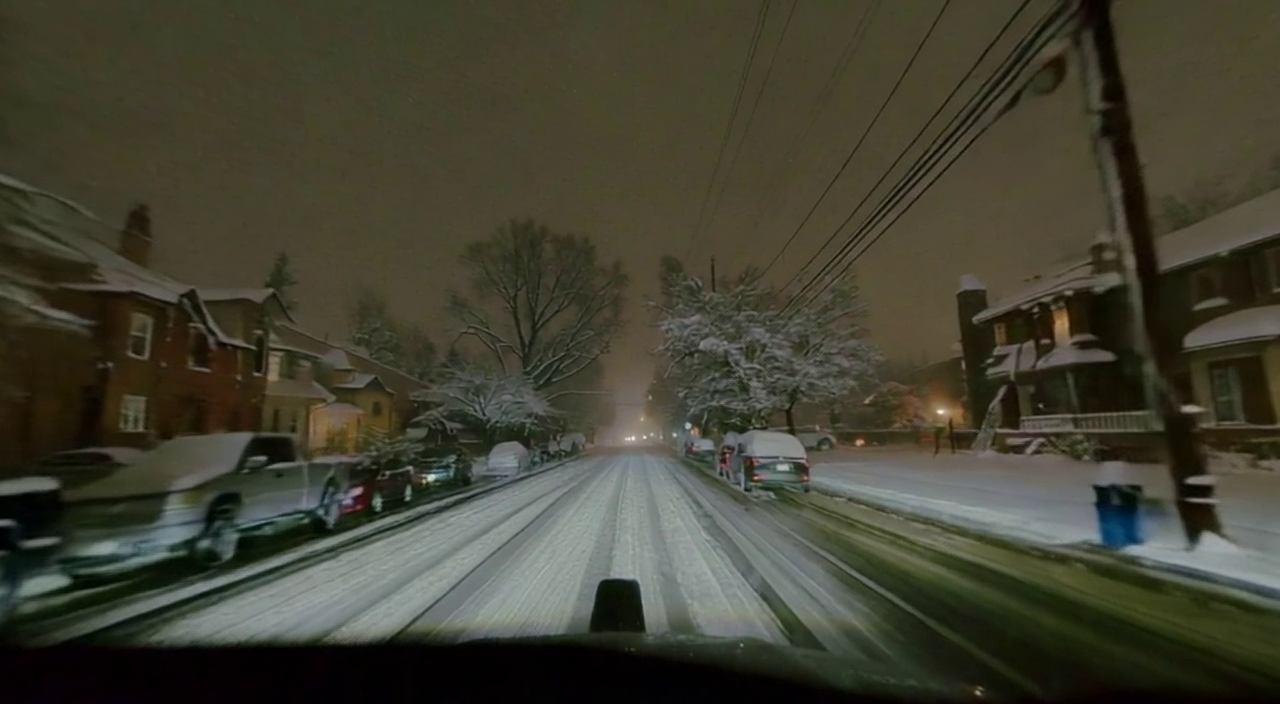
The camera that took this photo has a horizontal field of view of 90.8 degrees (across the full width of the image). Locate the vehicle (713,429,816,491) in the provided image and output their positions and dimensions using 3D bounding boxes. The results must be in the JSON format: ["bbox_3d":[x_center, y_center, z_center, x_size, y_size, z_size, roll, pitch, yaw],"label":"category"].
[{"bbox_3d":[3.736,3.318,19.878,2.247,1.618,4.655,2,-8,0],"label":"vehicle"}]

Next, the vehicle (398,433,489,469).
[{"bbox_3d":[-12.635,6.434,40.903,5.096,2.213,2.354,1,-10,-3],"label":"vehicle"}]

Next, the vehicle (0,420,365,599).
[{"bbox_3d":[-5.852,1.993,8.936,1.989,1.756,4.378,-4,-8,0],"label":"vehicle"}]

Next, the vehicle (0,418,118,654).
[{"bbox_3d":[-5.812,1.239,3.733,2.035,1.736,3.955,-2,-10,0],"label":"vehicle"}]

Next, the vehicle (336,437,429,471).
[{"bbox_3d":[-15.727,6.210,38.677,4.747,1.899,2.181,-1,-7,13],"label":"vehicle"}]

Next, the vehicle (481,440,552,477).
[{"bbox_3d":[-5.731,5.021,29.904,2.199,1.439,4.757,-4,-9,2],"label":"vehicle"}]

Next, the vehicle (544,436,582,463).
[{"bbox_3d":[-5.657,7.238,46.806,2.118,1.753,4.377,-4,-9,1],"label":"vehicle"}]
